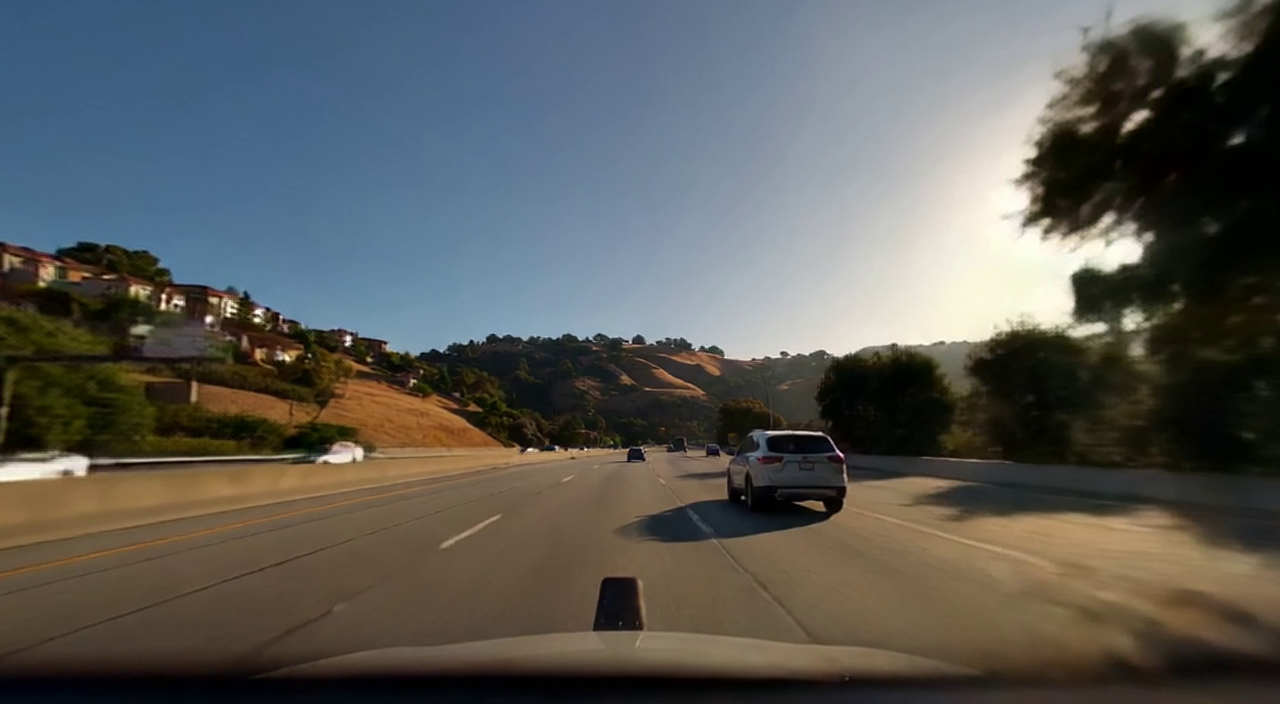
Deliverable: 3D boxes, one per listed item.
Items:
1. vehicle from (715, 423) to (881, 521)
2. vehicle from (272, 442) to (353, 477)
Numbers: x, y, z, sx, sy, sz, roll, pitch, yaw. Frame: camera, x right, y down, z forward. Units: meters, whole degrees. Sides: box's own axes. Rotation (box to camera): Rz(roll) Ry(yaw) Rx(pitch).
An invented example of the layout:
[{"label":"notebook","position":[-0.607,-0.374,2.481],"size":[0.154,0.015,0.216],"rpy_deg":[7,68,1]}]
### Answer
[{"label":"vehicle","position":[3.183,2.547,13.899],"size":[2.318,1.766,4.587],"rpy_deg":[0,-9,-2]},{"label":"vehicle","position":[-18.756,6.169,36.344],"size":[2.051,1.830,4.693],"rpy_deg":[0,-9,1]}]
